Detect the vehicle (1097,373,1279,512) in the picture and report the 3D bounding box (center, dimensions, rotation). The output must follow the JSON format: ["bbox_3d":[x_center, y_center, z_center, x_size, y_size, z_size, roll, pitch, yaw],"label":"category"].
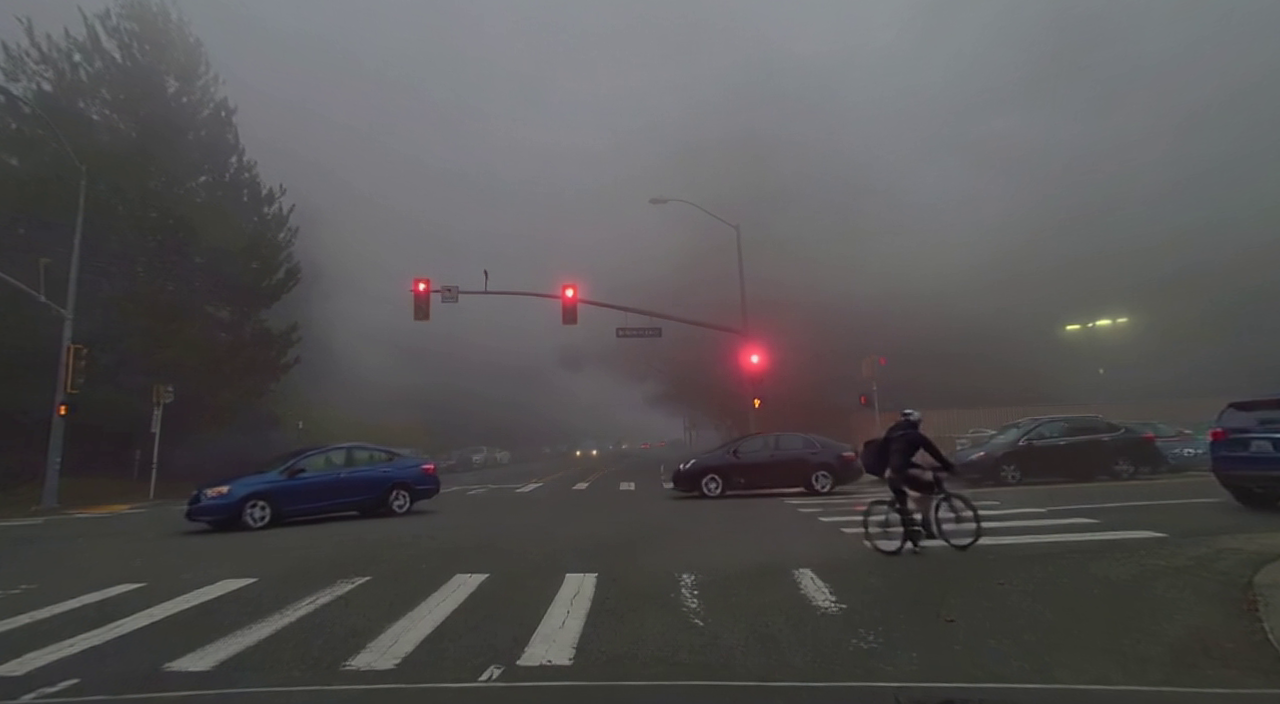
[{"bbox_3d":[10.149,1.252,9.234,5.122,1.781,2.098,-2,-9,3],"label":"vehicle"}]

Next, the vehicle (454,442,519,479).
[{"bbox_3d":[-7.022,4.992,29.316,2.024,1.470,4.153,-3,-9,-1],"label":"vehicle"}]

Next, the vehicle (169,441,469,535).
[{"bbox_3d":[-5.692,2.384,11.649,4.533,1.419,1.755,5,-10,-30],"label":"vehicle"}]

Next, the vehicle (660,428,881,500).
[{"bbox_3d":[2.656,2.425,13.700,4.385,1.419,1.855,-1,-10,3],"label":"vehicle"}]
